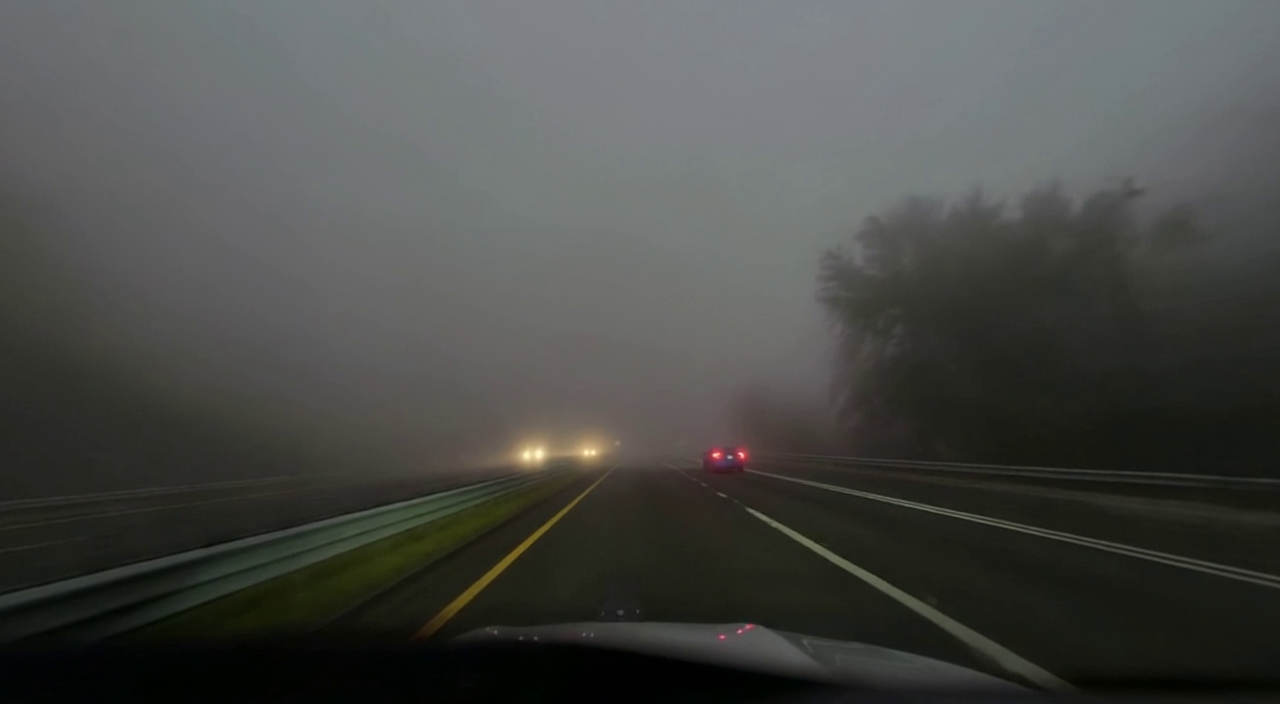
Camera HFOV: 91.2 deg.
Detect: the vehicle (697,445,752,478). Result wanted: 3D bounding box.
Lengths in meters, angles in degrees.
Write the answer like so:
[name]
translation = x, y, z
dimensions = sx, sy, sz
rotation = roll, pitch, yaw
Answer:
[vehicle]
translation = 4.023, 5.273, 30.463
dimensions = 1.981, 1.440, 4.125
rotation = 0, -9, -1
